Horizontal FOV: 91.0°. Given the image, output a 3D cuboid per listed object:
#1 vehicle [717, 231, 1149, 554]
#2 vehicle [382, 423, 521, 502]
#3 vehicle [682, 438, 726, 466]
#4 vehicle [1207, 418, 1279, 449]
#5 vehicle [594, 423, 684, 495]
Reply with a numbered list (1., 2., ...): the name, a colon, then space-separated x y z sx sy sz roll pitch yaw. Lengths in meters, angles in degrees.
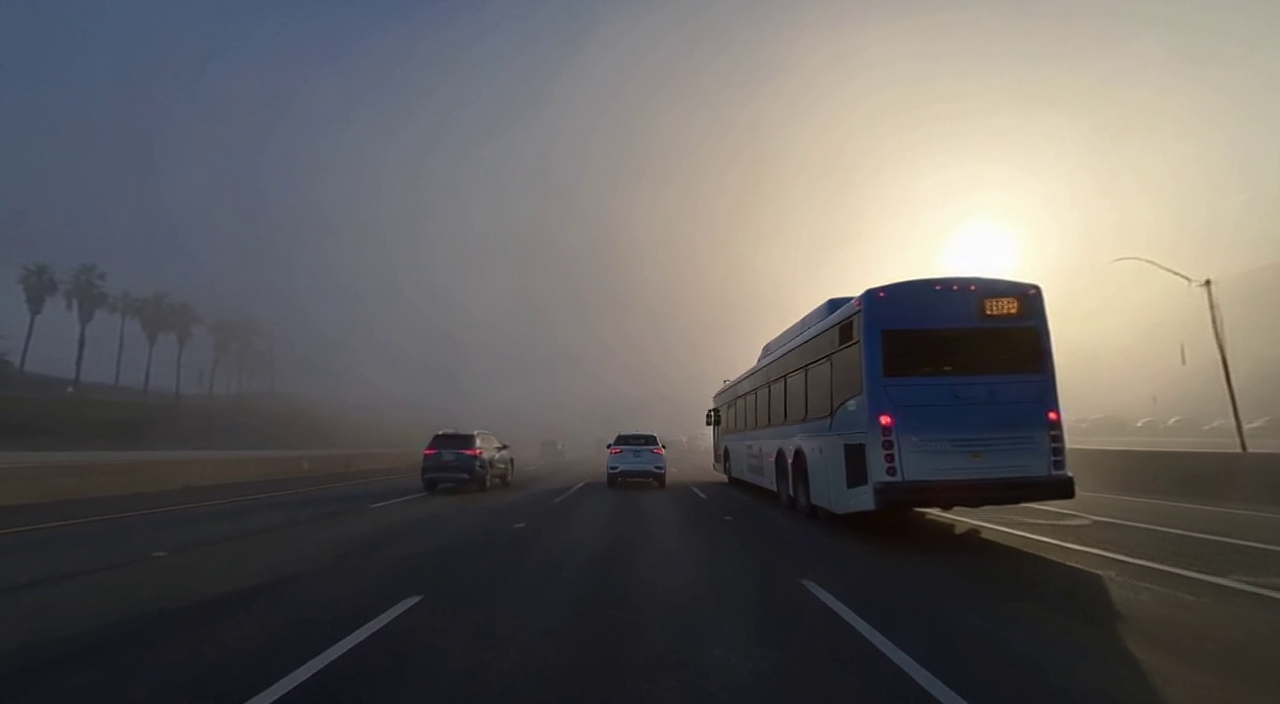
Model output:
1. vehicle: 4.043 1.461 14.119 3.020 3.622 14.302 0 -9 1
2. vehicle: -4.704 2.847 16.583 2.100 1.765 4.743 0 -9 1
3. vehicle: 3.774 5.992 37.830 2.039 1.516 4.521 0 -9 -2
4. vehicle: 32.134 4.274 32.726 1.795 1.481 3.986 -1 -9 4
5. vehicle: 0.014 3.036 18.103 2.268 1.796 4.280 0 -9 1
